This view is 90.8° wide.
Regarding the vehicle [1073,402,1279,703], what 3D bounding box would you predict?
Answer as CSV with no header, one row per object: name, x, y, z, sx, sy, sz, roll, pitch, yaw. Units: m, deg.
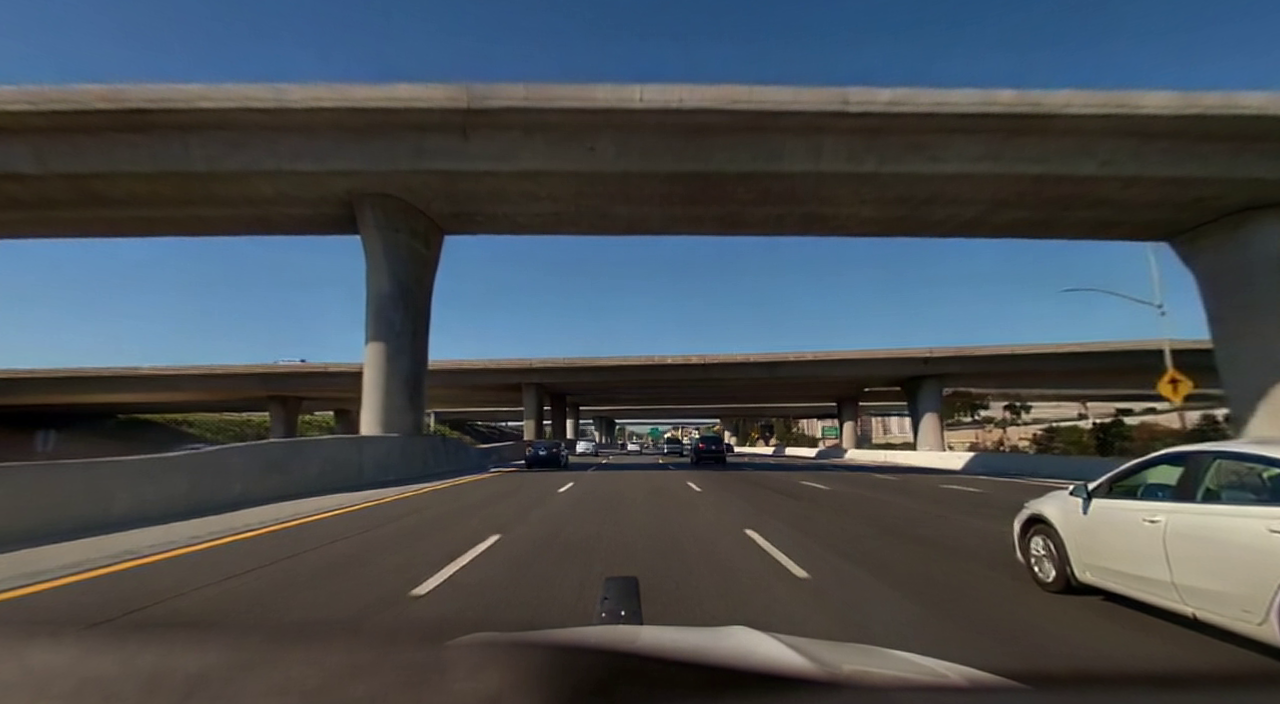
vehicle,3.724,0.823,1.792,1.989,1.472,4.322,0,-8,2

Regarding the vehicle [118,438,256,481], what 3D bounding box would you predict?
vehicle,-16.680,3.965,23.581,1.921,1.444,4.551,0,-8,-2

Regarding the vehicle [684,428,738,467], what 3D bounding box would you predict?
vehicle,3.400,4.707,31.162,2.072,1.761,4.242,0,-8,-2

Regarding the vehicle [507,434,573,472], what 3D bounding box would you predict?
vehicle,-4.169,4.313,27.178,1.997,1.476,4.703,0,-8,1
